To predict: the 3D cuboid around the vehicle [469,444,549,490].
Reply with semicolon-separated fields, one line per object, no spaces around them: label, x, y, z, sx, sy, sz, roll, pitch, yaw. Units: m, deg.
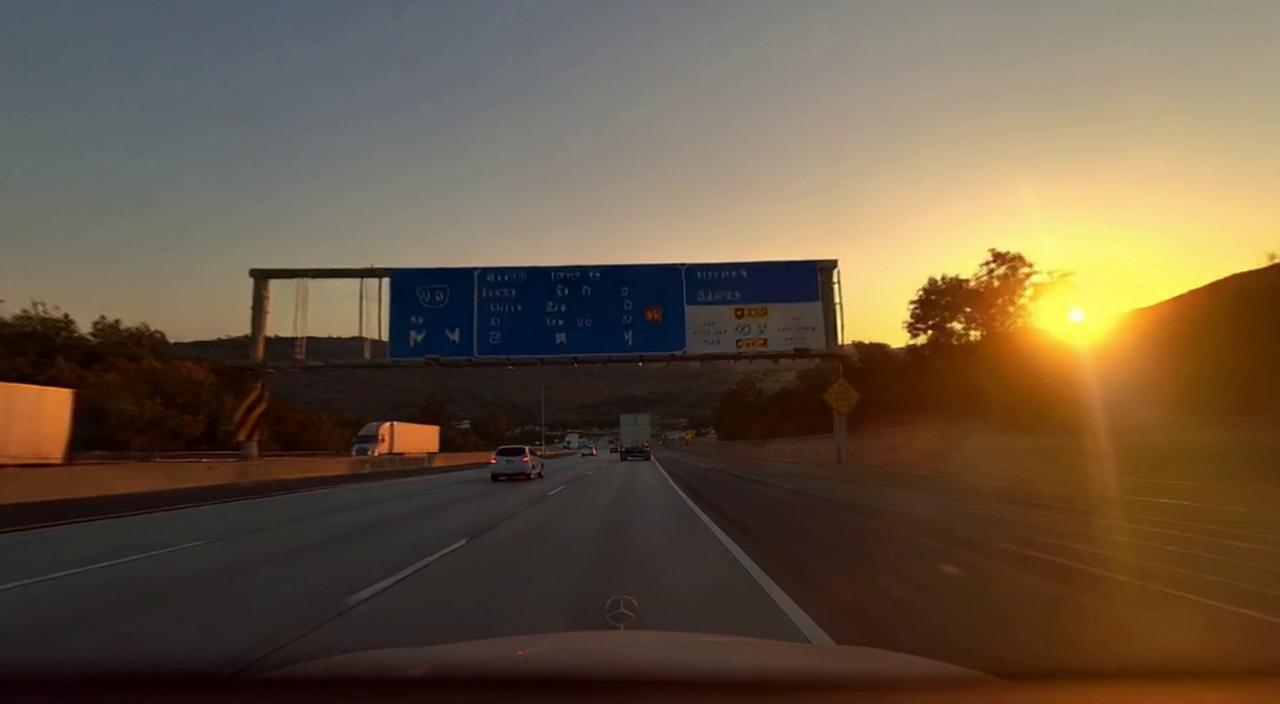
vehicle;-4.658;4.153;23.061;2.024;1.515;3.907;0;-9;1
